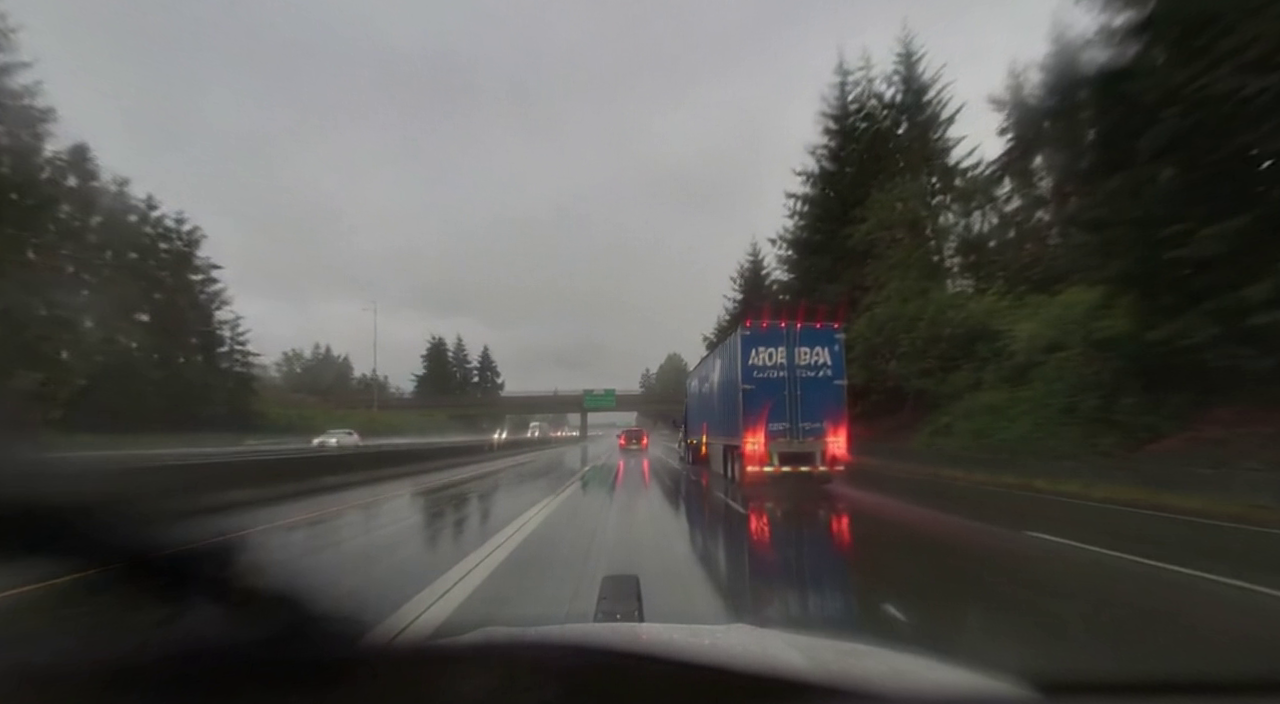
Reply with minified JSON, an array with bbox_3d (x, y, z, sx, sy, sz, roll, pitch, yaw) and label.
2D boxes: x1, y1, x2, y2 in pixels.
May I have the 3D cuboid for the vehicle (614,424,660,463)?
[{"bbox_3d":[-0.222,4.813,33.379,2.277,1.913,4.510,0,-8,-1],"label":"vehicle"}]

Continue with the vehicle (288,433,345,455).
[{"bbox_3d":[-23.292,6.599,45.505,1.866,1.516,4.226,0,-8,0],"label":"vehicle"}]

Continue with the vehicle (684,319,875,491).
[{"bbox_3d":[3.756,2.145,21.864,2.987,4.021,14.105,0,-8,-2],"label":"vehicle"}]
